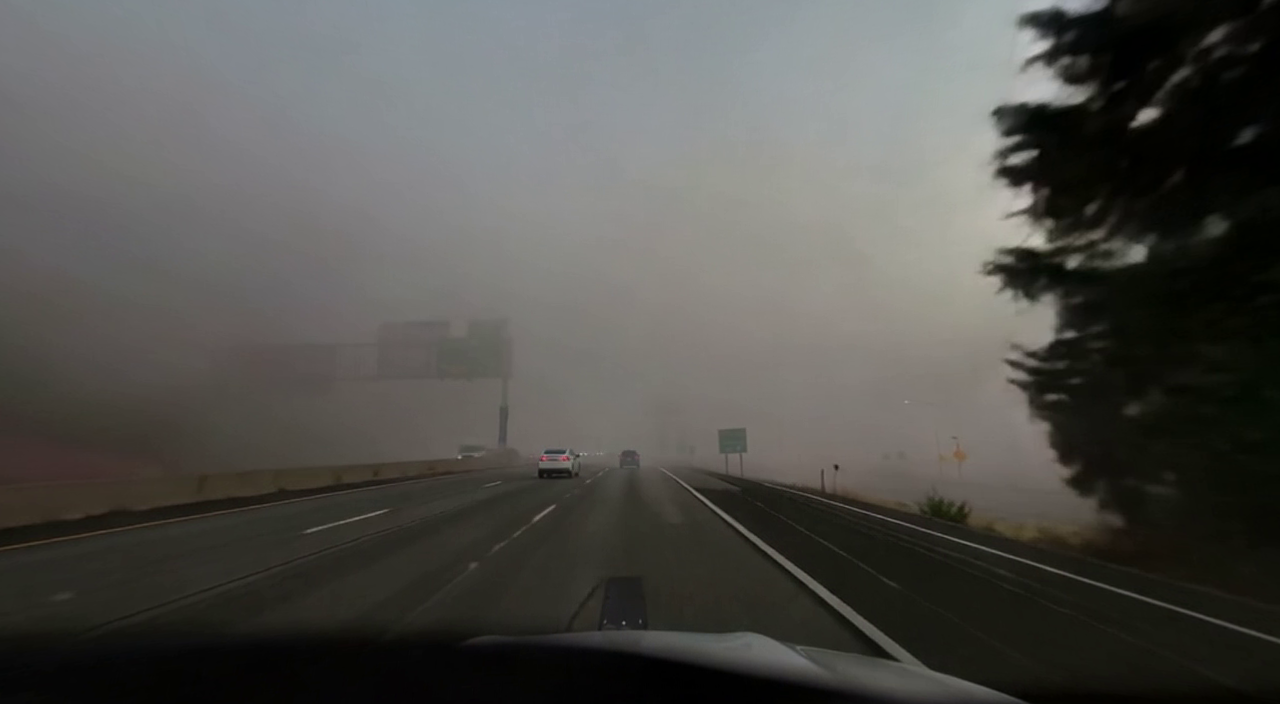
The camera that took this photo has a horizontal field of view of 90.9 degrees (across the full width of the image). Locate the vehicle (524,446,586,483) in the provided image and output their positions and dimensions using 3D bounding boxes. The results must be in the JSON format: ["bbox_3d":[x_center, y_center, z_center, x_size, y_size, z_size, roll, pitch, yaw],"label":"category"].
[{"bbox_3d":[-3.732,5.041,28.538,2.067,1.509,4.551,0,-8,1],"label":"vehicle"}]

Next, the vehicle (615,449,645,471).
[{"bbox_3d":[-0.722,7.683,45.137,2.100,1.471,3.956,0,-8,-1],"label":"vehicle"}]
